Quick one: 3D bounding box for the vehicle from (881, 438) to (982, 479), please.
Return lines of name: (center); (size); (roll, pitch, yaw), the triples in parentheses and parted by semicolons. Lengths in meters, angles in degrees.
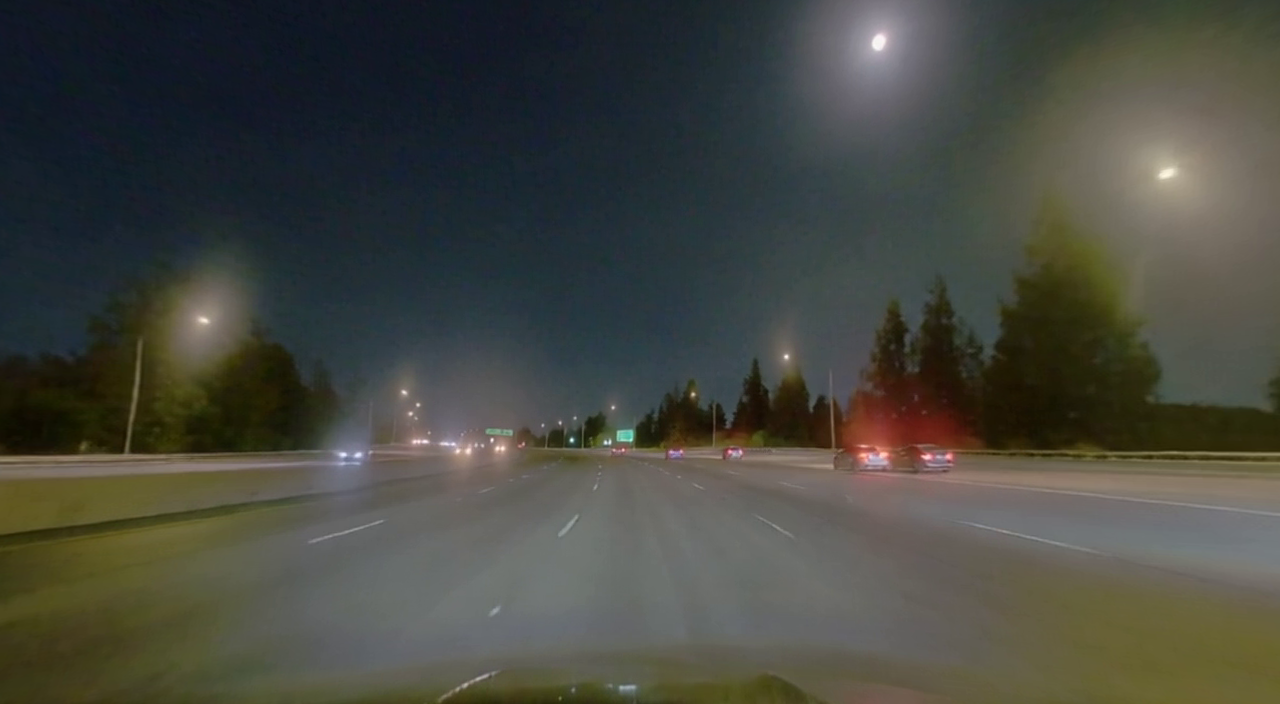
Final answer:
vehicle: (13.744, 5.059, 30.181); (2.107, 1.803, 5.385); (0, -9, -2)
